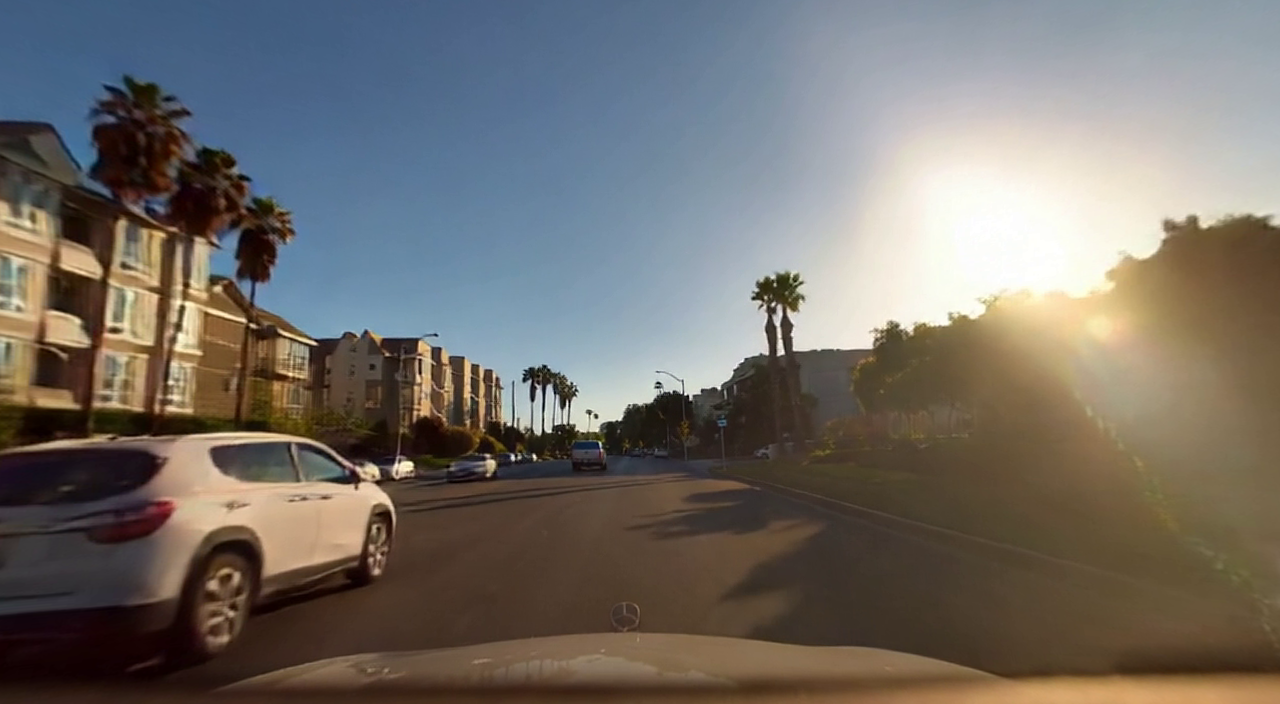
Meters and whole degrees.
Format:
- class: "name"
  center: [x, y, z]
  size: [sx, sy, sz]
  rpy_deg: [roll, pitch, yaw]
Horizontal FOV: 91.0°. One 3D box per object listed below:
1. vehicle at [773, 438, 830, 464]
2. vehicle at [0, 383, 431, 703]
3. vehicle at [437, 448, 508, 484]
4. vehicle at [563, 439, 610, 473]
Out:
- class: "vehicle"
  center: [12.513, 7.702, 48.907]
  size: [3.778, 1.744, 1.804]
  rpy_deg: [-3, -9, -4]
- class: "vehicle"
  center: [-3.229, 1.254, 4.771]
  size: [1.929, 1.651, 3.948]
  rpy_deg: [0, -9, 0]
- class: "vehicle"
  center: [-7.463, 5.109, 28.511]
  size: [1.979, 1.500, 4.383]
  rpy_deg: [0, -9, 0]
- class: "vehicle"
  center: [-2.950, 5.918, 35.976]
  size: [1.994, 1.810, 5.057]
  rpy_deg: [0, -9, 3]
